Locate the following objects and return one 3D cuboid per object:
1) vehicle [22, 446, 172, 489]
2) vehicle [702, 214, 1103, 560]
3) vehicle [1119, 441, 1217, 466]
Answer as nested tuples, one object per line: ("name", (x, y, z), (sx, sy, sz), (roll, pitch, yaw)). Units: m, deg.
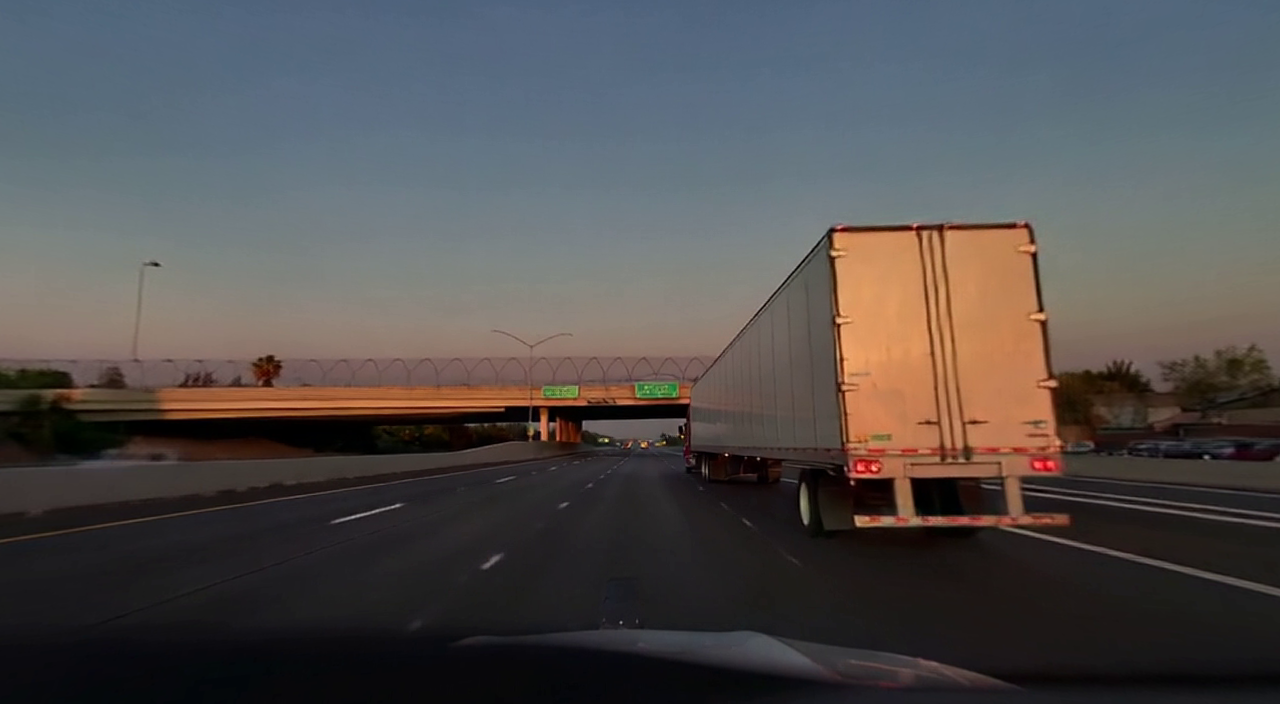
("vehicle", (-22.609, 4.796, 26.564), (1.983, 1.655, 4.774), (0, -9, 1))
("vehicle", (3.842, 1.520, 15.479), (2.949, 4.149, 16.046), (0, -9, 0))
("vehicle", (37.803, 7.246, 45.151), (4.941, 1.744, 2.132), (-1, -9, 3))
